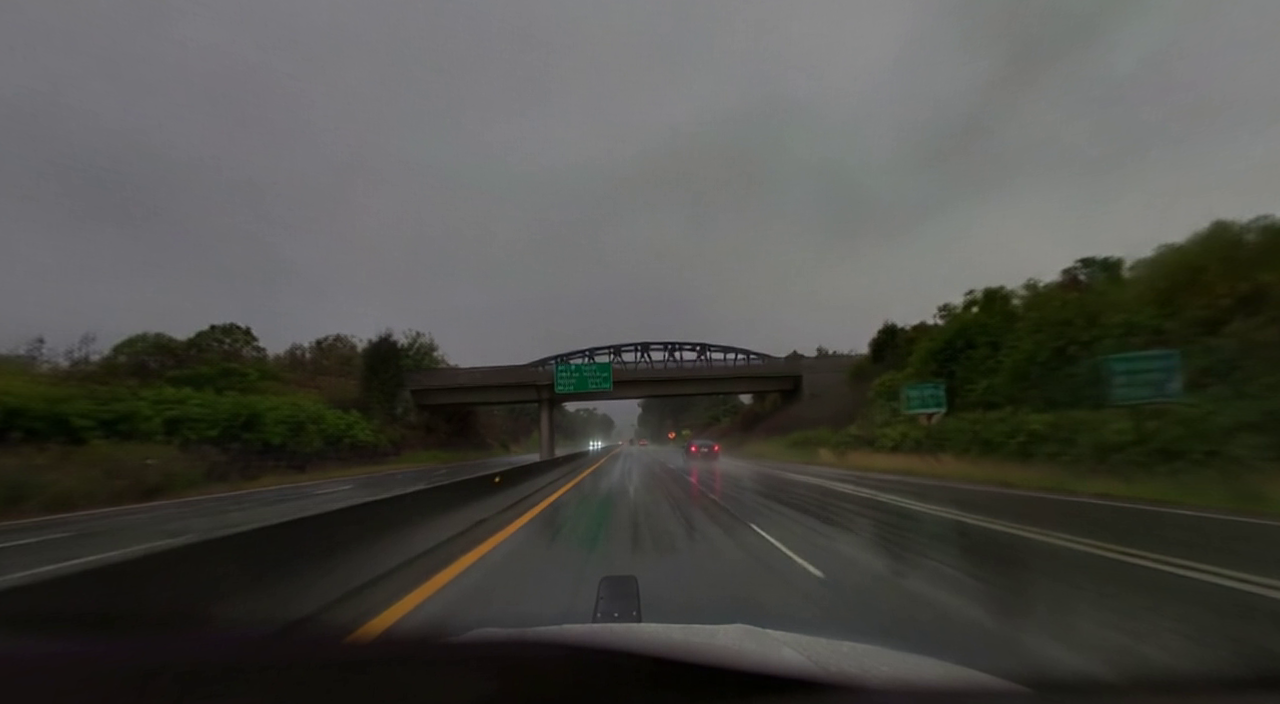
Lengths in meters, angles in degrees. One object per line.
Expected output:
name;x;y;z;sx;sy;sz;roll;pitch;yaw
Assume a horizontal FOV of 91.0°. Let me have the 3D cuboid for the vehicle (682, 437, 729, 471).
vehicle;3.069;4.851;30.144;1.781;1.470;3.540;0;-8;-2
